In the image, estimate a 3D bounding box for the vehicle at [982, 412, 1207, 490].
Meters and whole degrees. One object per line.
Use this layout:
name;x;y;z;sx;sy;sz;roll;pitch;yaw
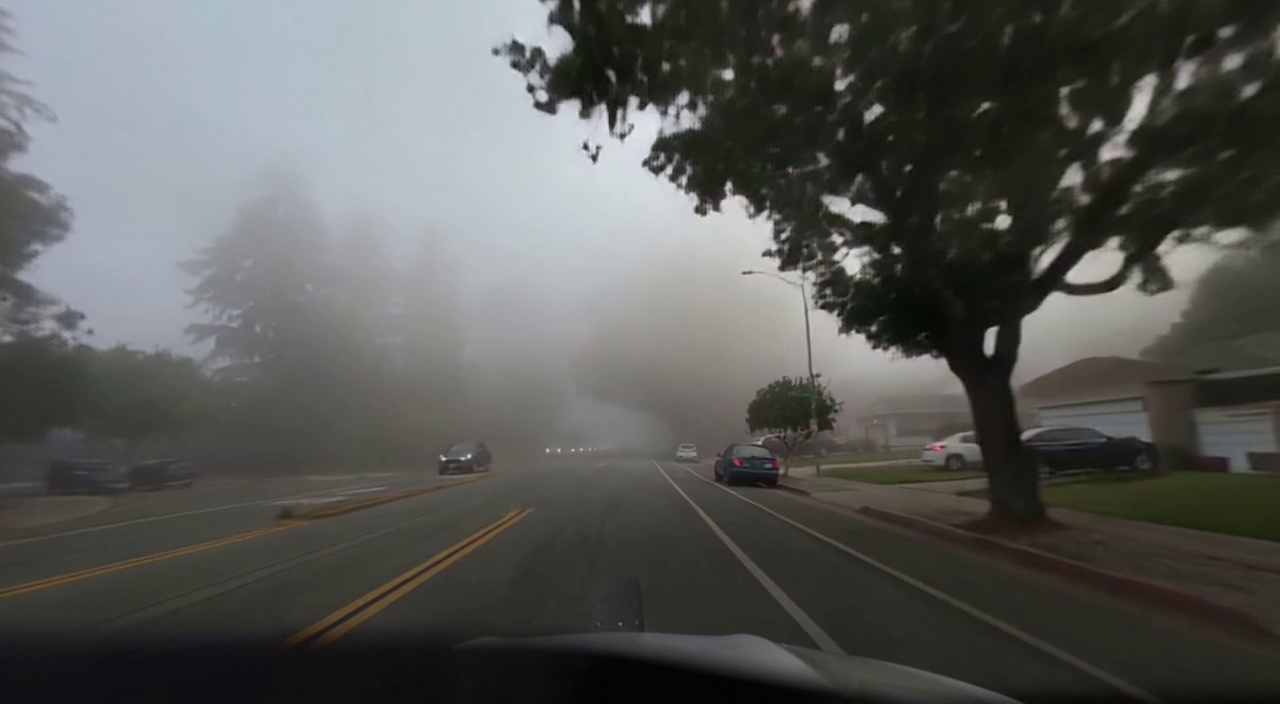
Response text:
vehicle;11.826;2.603;16.671;4.376;1.509;1.866;-5;-8;-1

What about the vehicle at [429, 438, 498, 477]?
vehicle;-8.463;5.084;30.681;2.090;1.748;4.345;0;-8;0

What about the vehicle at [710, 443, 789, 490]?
vehicle;3.791;4.039;22.716;1.991;1.500;4.562;0;-8;-1

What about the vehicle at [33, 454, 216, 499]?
vehicle;-18.725;4.524;23.156;4.880;1.500;1.965;0;-8;-2

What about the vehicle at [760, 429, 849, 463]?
vehicle;10.493;6.074;40.545;4.964;1.739;2.184;-4;-10;-1
